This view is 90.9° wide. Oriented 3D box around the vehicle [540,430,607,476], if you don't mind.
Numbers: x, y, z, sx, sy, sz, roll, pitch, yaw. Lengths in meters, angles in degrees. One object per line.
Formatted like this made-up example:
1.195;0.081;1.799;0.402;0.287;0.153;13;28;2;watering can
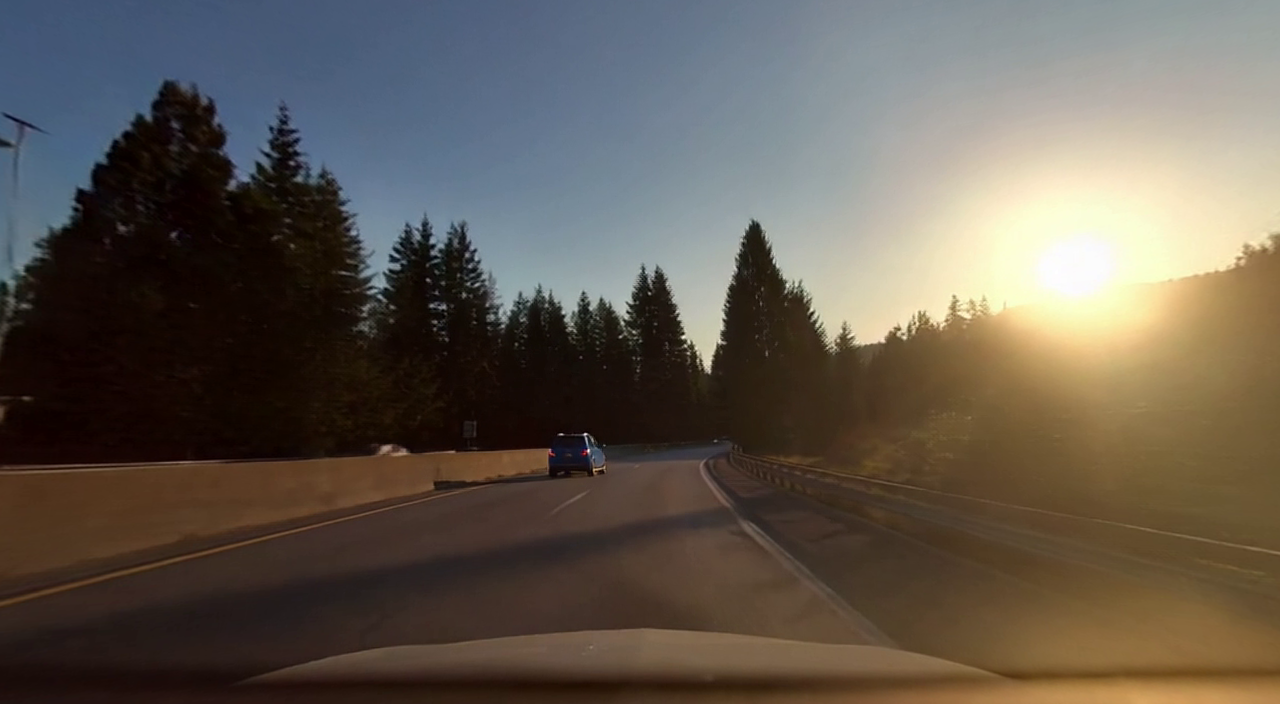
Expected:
-2.694;4.273;26.802;2.005;1.752;4.479;-1;-8;5;vehicle

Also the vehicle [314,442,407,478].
-12.439;4.815;28.404;1.928;1.470;4.302;-1;-8;5;vehicle
